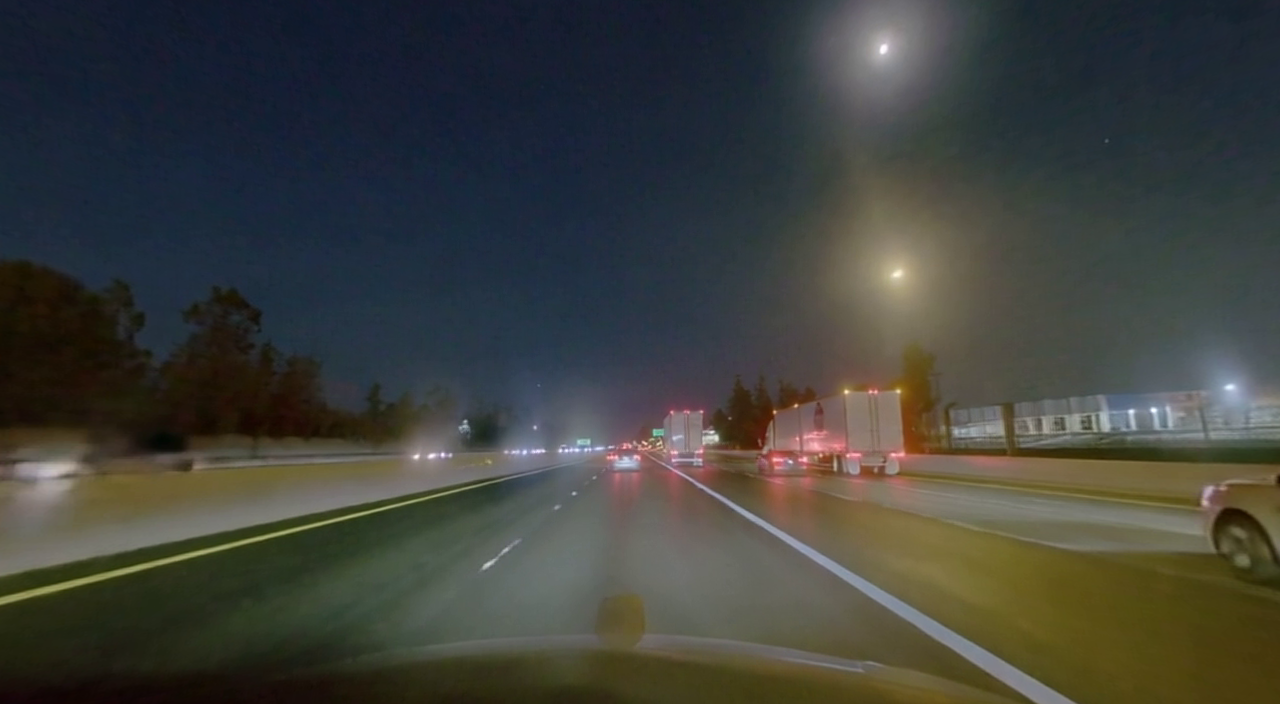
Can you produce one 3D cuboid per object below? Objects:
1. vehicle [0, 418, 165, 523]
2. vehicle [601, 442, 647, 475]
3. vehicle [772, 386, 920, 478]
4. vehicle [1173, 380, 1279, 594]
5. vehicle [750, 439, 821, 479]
[{"bbox_3d":[-12.786,2.345,12.679,2.179,1.895,5.631,0,-9,-1],"label":"vehicle"},{"bbox_3d":[-0.782,5.285,31.544,2.163,1.551,4.180,0,-9,-1],"label":"vehicle"},{"bbox_3d":[11.248,4.963,37.615,2.898,4.171,17.188,0,-9,-1],"label":"vehicle"},{"bbox_3d":[7.280,1.004,4.230,2.369,2.007,5.700,0,-9,0],"label":"vehicle"},{"bbox_3d":[6.479,4.824,28.728,2.154,1.658,4.347,0,-9,-1],"label":"vehicle"}]
